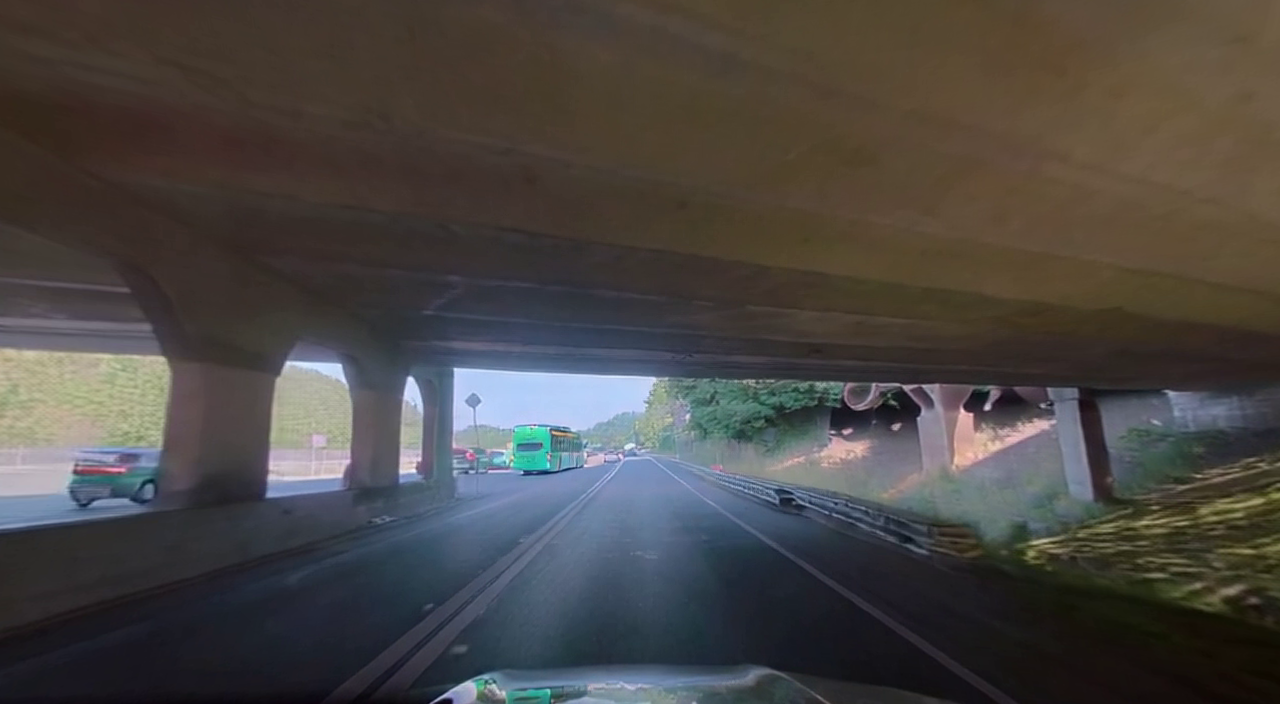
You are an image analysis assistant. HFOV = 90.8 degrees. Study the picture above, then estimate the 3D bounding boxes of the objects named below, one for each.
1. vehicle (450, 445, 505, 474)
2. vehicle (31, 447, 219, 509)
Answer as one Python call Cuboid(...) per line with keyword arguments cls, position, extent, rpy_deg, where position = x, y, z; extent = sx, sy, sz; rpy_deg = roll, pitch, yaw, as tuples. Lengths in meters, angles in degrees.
Cuboid(cls="vehicle", position=(-9.510, 6.310, 37.359), extent=(1.979, 1.600, 4.516), rpy_deg=(0, -9, 1))
Cuboid(cls="vehicle", position=(-13.795, 3.340, 17.249), extent=(1.878, 1.470, 3.825), rpy_deg=(0, -9, 0))
